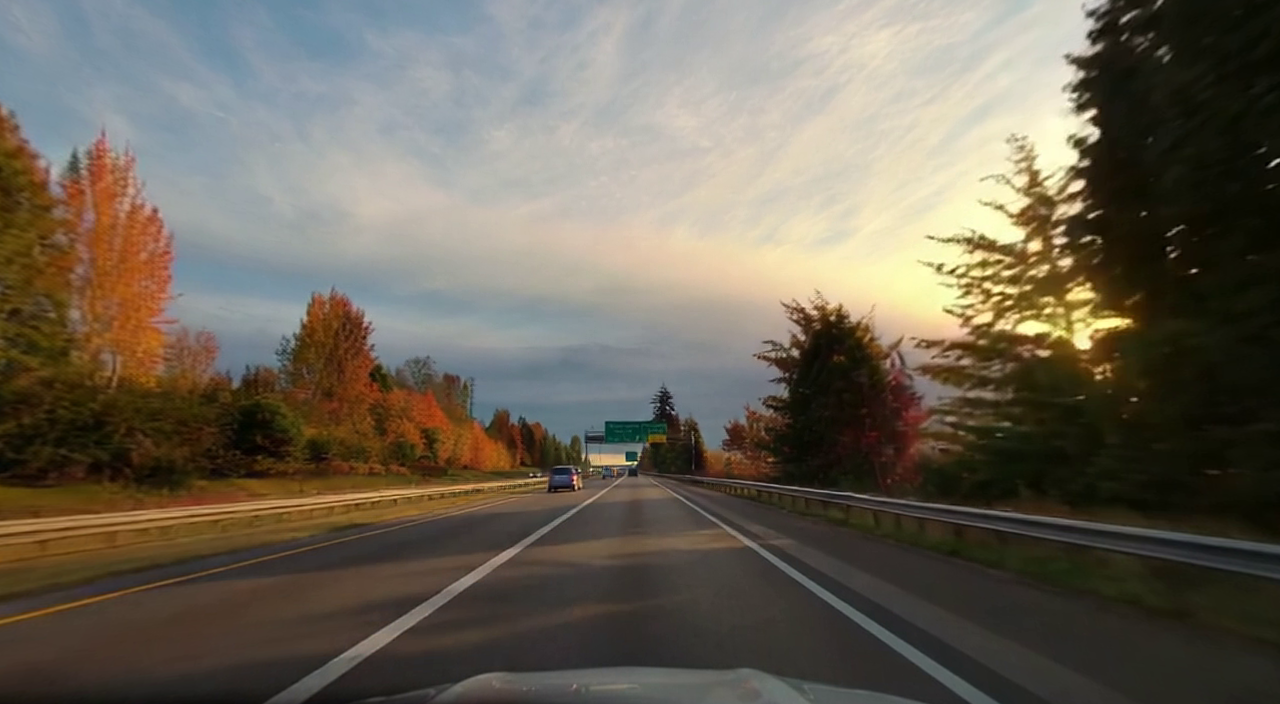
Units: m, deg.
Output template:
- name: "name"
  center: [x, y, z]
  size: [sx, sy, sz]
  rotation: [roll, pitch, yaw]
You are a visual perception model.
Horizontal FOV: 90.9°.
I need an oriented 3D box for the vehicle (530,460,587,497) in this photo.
- name: "vehicle"
  center: [-4.043, 6.436, 32.169]
  size: [2.239, 1.687, 4.598]
  rotation: [1, -10, 1]
